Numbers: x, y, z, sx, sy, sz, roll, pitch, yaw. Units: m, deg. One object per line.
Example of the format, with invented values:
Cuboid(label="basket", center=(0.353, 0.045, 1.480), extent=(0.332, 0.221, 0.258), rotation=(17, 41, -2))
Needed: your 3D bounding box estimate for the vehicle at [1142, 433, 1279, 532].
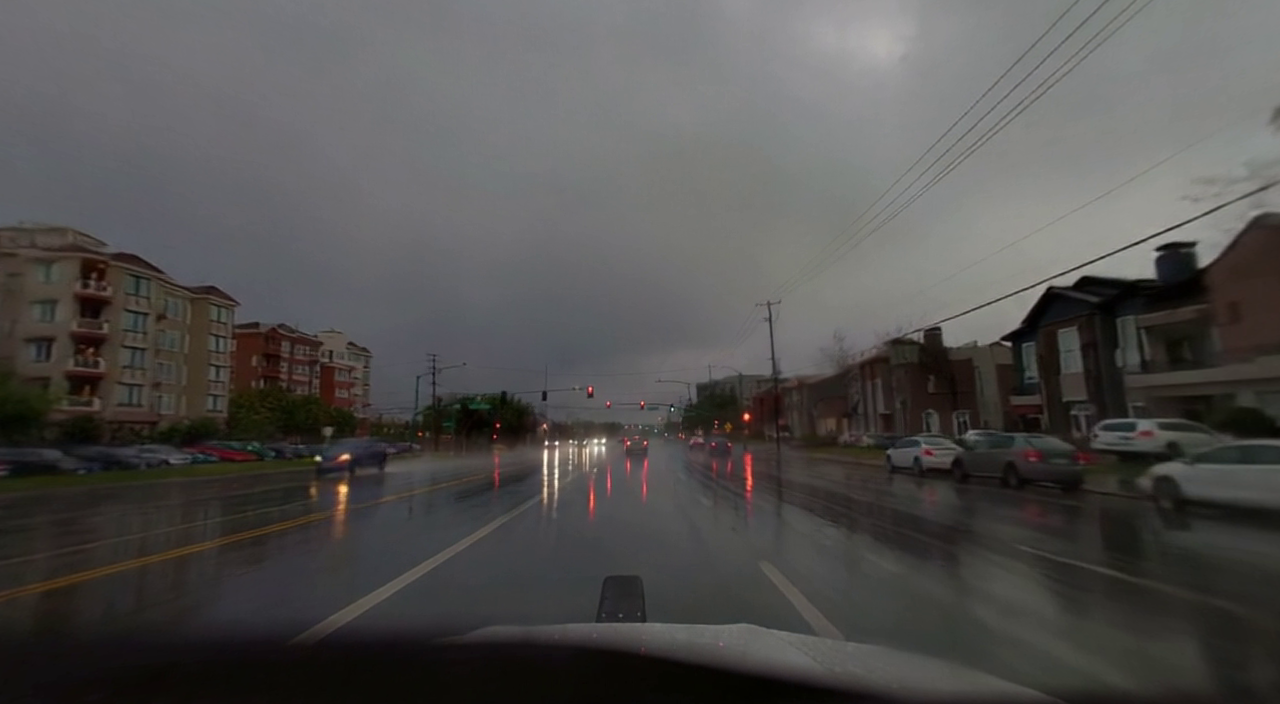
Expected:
Cuboid(label="vehicle", center=(10.323, 1.948, 9.497), extent=(1.861, 1.446, 4.413), rotation=(0, -9, -1))

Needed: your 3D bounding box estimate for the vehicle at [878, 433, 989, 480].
Cuboid(label="vehicle", center=(10.368, 3.722, 22.740), extent=(1.948, 1.489, 4.276), rotation=(0, -9, 0))

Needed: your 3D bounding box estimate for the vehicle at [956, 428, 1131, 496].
Cuboid(label="vehicle", center=(10.562, 2.904, 16.978), extent=(1.905, 1.597, 4.040), rotation=(0, -9, -2))

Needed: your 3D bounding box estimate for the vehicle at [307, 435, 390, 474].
Cuboid(label="vehicle", center=(-13.789, 4.871, 30.193), extent=(2.046, 1.682, 4.518), rotation=(0, -9, -4))

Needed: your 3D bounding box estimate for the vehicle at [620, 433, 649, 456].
Cuboid(label="vehicle", center=(-0.403, 6.722, 45.968), extent=(2.032, 1.593, 3.896), rotation=(0, -9, 0))
